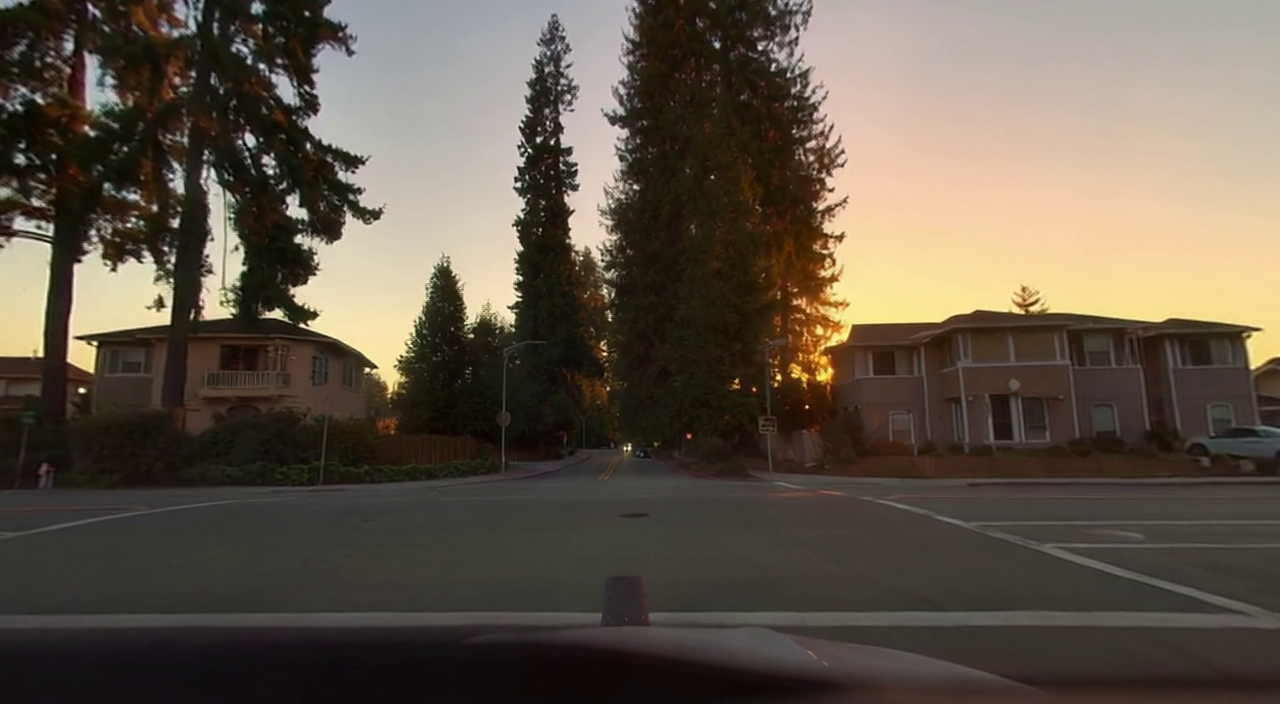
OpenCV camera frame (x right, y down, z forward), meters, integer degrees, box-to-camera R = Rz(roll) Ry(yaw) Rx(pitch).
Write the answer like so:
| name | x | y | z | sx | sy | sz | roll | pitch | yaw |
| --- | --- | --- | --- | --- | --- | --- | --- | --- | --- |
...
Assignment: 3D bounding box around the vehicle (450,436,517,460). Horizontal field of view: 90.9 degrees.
| name | x | y | z | sx | sy | sz | roll | pitch | yaw |
| --- | --- | --- | --- | --- | --- | --- | --- | --- | --- |
| vehicle | -12.075 | 7.463 | 48.856 | 4.622 | 1.782 | 1.836 | 0 | -8 | 0 |
